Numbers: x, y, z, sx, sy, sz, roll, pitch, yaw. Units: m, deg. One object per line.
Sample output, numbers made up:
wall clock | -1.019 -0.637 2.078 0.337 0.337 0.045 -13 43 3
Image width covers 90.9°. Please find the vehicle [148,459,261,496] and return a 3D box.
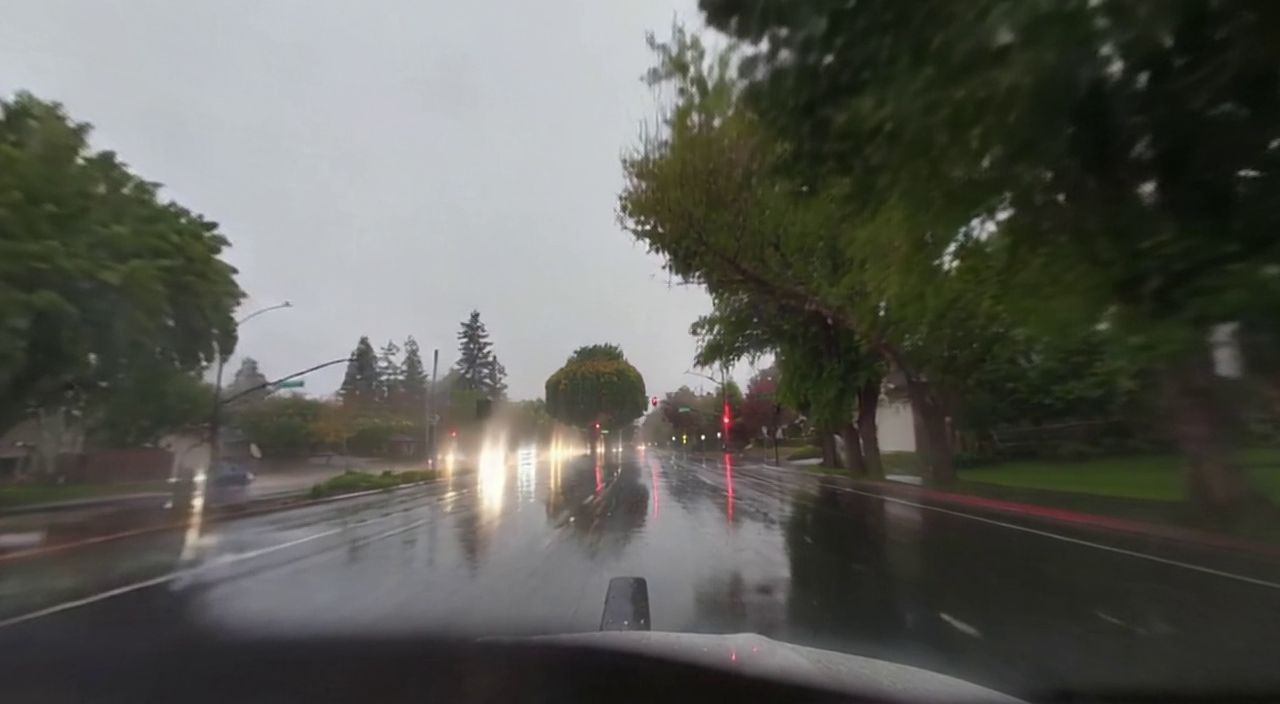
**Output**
vehicle | -20.487 5.897 29.963 2.035 1.453 4.600 -1 -8 1
